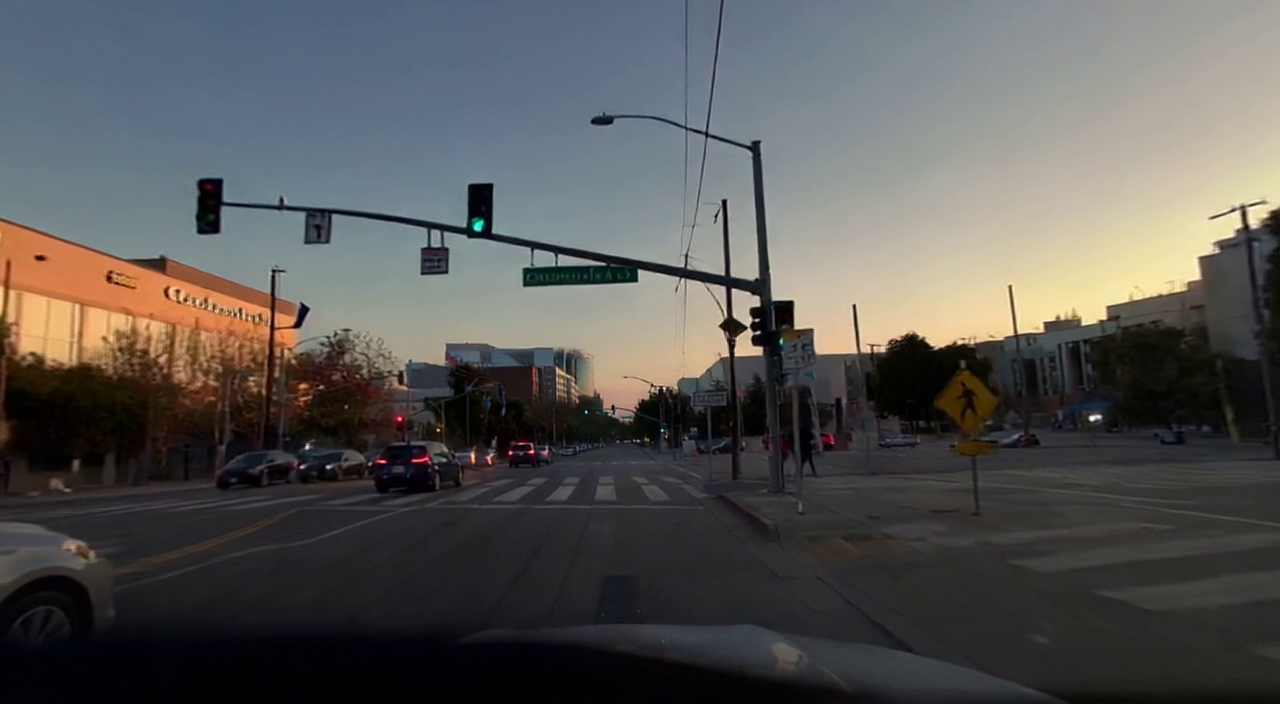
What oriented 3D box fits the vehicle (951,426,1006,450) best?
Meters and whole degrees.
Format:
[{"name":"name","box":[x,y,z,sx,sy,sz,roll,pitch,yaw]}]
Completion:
[{"name":"vehicle","box":[24.549,6.252,45.776,1.690,1.559,3.521,4,-8,-10]}]

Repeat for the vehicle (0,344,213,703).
[{"name":"vehicle","box":[-3.392,0.637,1.147,2.042,1.673,4.516,0,-9,0]}]

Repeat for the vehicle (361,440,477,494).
[{"name":"vehicle","box":[-6.672,3.505,19.638,1.960,1.479,4.654,0,-9,0]}]

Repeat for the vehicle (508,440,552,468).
[{"name":"vehicle","box":[-6.864,6.420,39.675,2.012,1.664,3.917,0,-9,1]}]

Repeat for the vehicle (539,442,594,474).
[{"name":"vehicle","box":[-3.596,5.279,31.660,2.147,1.472,4.406,0,-9,1]}]

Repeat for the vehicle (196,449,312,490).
[{"name":"vehicle","box":[-16.004,4.854,26.459,2.000,1.527,4.786,0,-9,-2]}]
